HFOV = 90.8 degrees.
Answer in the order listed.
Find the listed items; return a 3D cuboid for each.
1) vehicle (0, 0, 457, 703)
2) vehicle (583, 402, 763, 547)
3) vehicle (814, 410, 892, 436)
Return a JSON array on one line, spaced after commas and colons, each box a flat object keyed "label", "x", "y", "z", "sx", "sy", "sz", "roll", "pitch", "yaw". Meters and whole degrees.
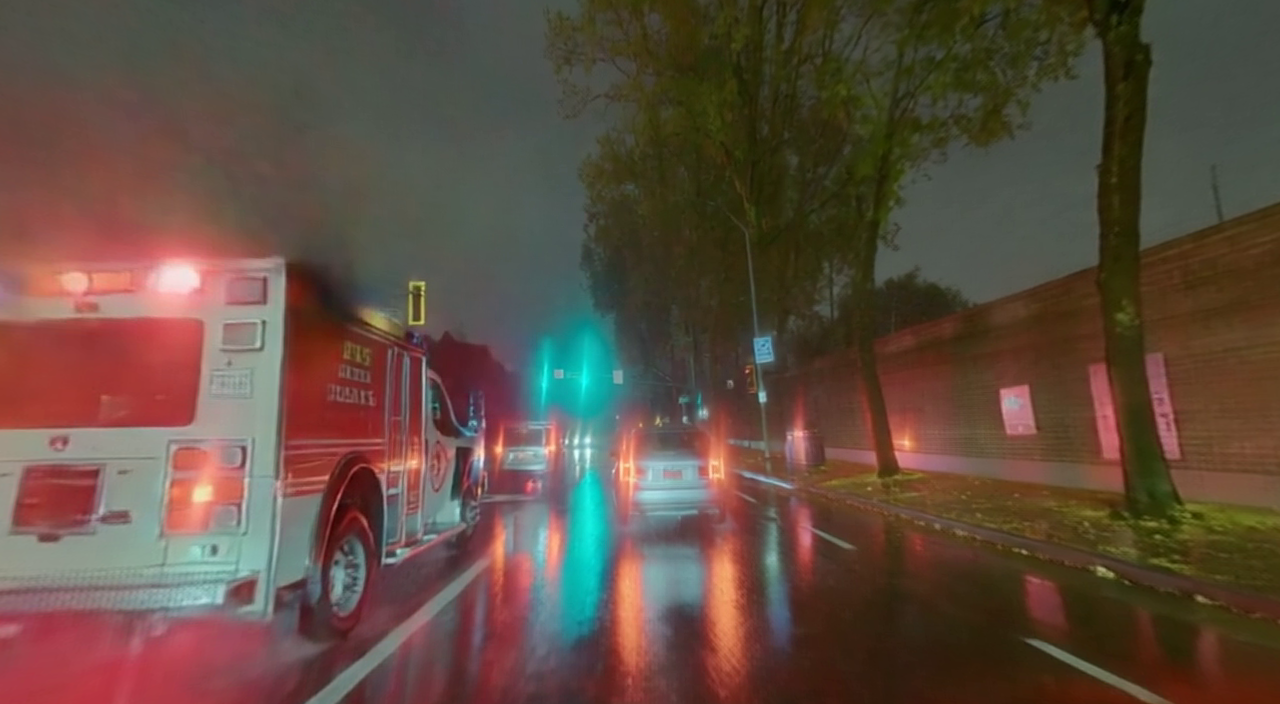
[{"label": "vehicle", "x": -3.718, "y": -0.332, "z": 0.543, "sx": 3.631, "sy": 3.655, "sz": 12.773, "roll": 0, "pitch": -8, "yaw": -1}, {"label": "vehicle", "x": 0.247, "y": 1.932, "z": 10.664, "sx": 2.332, "sy": 1.831, "sz": 4.930, "roll": 0, "pitch": -8, "yaw": -4}, {"label": "vehicle", "x": 14.379, "y": 4.826, "z": 42.741, "sx": 4.528, "sy": 1.704, "sz": 2.073, "roll": 1, "pitch": -9, "yaw": -12}]
